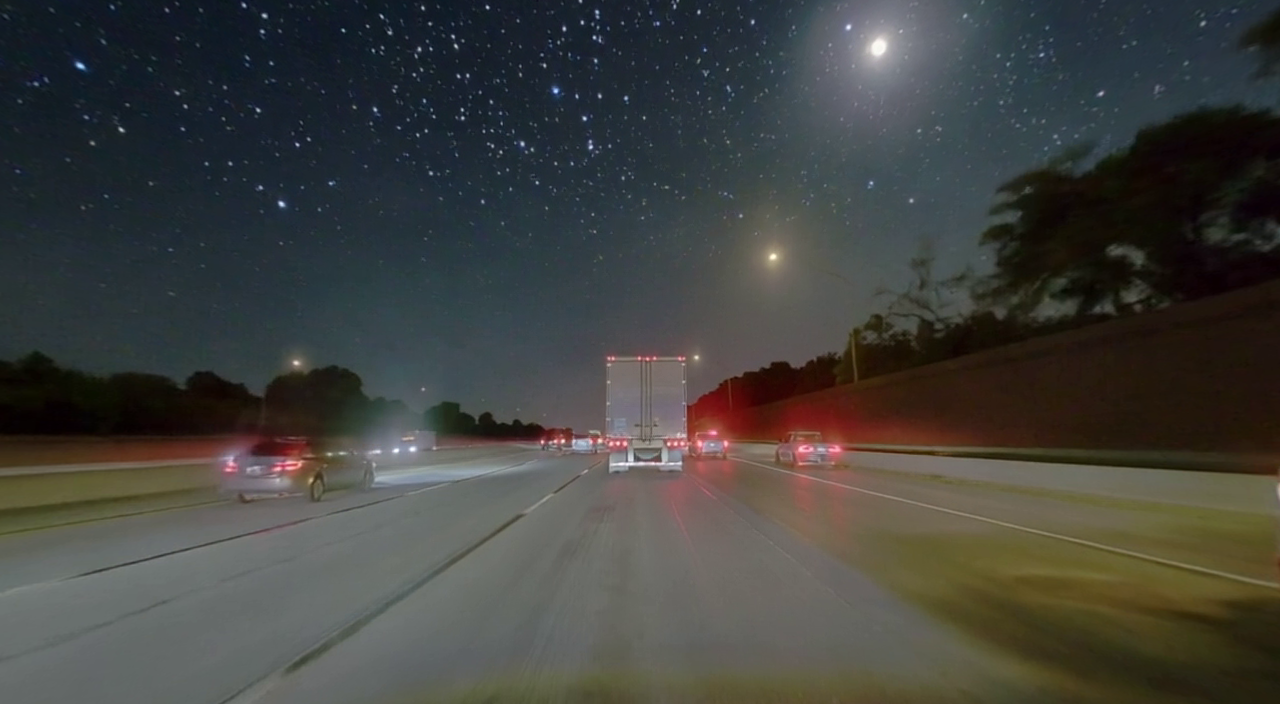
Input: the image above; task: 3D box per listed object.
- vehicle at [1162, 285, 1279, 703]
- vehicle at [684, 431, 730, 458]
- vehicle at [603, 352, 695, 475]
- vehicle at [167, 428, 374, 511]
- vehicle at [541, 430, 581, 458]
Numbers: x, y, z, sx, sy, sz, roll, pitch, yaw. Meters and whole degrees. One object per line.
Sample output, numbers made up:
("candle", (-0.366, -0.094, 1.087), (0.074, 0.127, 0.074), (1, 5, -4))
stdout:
("vehicle", (3.668, 0.385, 0.568), (2.118, 1.832, 4.901), (0, -8, -1))
("vehicle", (3.920, 5.507, 37.682), (2.044, 1.508, 4.716), (0, -8, -2))
("vehicle", (0.061, 2.645, 25.313), (2.904, 3.915, 10.473), (0, -8, -2))
("vehicle", (-7.651, 2.434, 13.585), (2.059, 1.500, 4.001), (0, -8, -1))
("vehicle", (-5.001, 5.877, 40.370), (2.134, 1.650, 4.133), (0, -8, -1))
